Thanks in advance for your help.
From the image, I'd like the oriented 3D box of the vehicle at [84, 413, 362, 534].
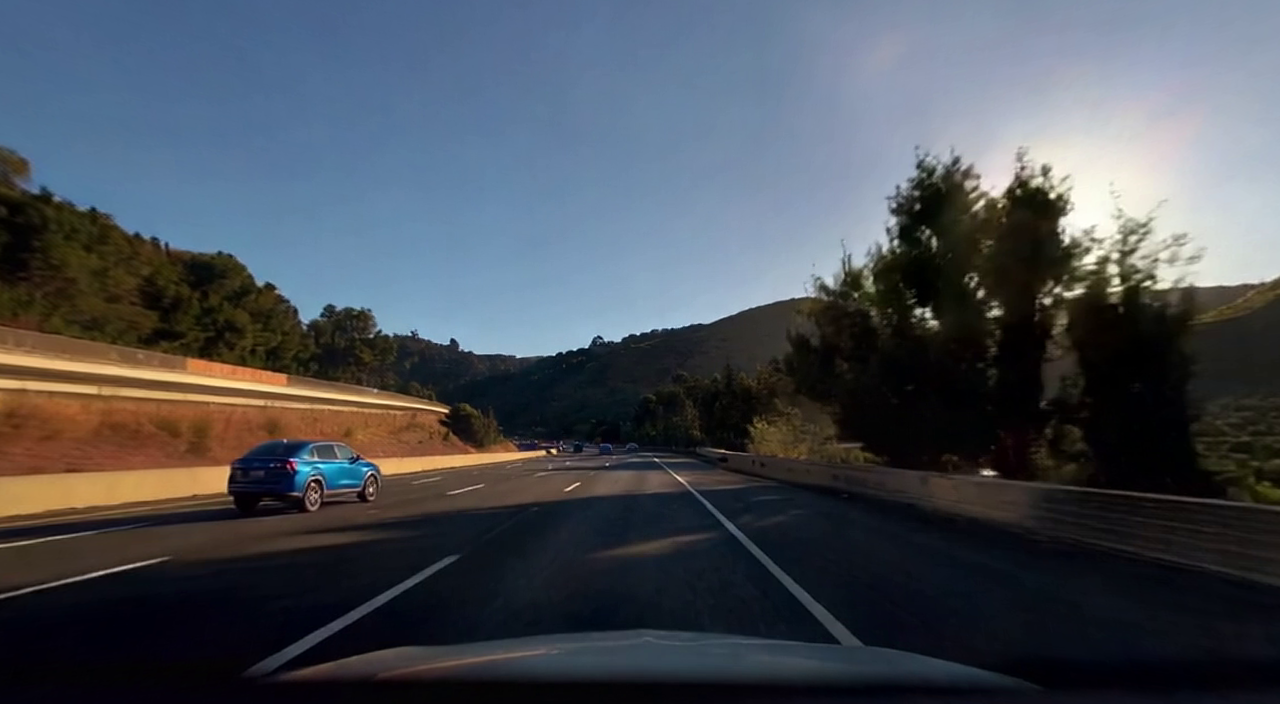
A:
[{"bbox_3d":[-7.841,2.338,12.703,2.151,1.925,4.945,0,-9,0],"label":"vehicle"}]
